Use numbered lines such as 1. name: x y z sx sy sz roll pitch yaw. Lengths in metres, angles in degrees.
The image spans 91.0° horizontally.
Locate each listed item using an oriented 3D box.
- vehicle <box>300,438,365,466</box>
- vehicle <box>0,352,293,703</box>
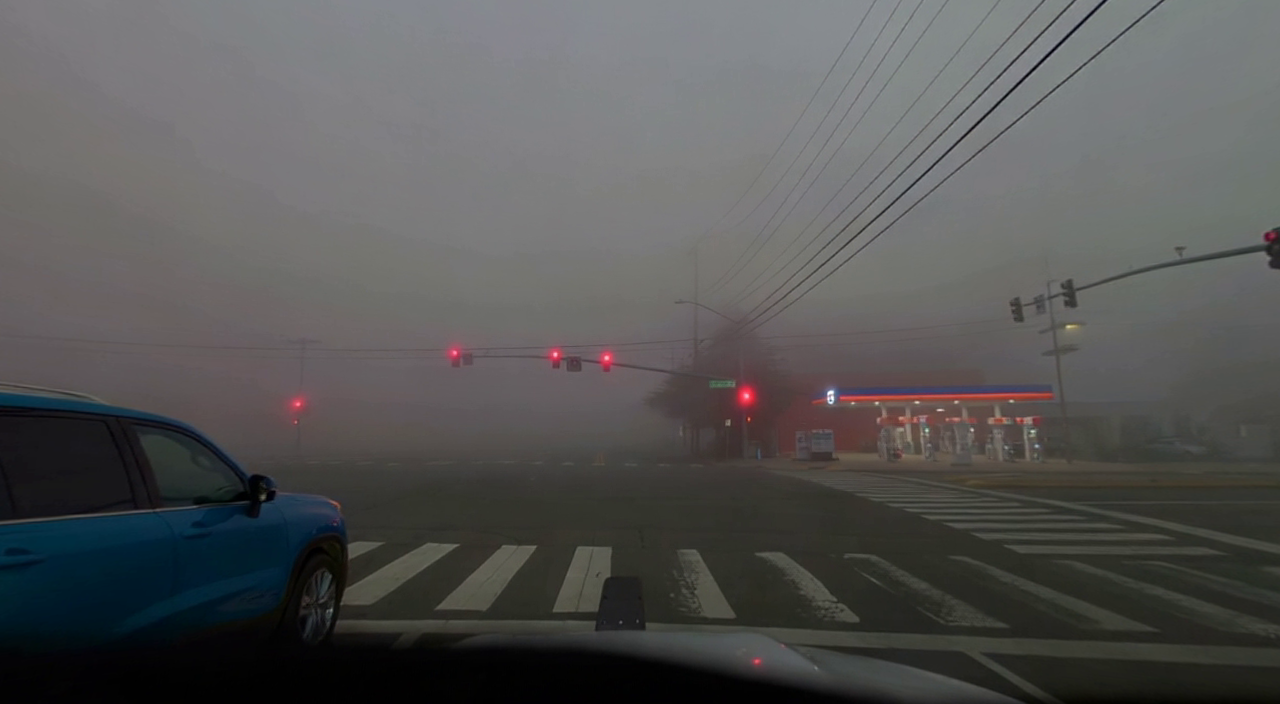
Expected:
1. vehicle: -20.465 6.679 42.145 2.004 1.699 4.486 0 -9 1
2. vehicle: -3.423 0.806 2.038 2.053 1.690 4.364 0 -9 0
